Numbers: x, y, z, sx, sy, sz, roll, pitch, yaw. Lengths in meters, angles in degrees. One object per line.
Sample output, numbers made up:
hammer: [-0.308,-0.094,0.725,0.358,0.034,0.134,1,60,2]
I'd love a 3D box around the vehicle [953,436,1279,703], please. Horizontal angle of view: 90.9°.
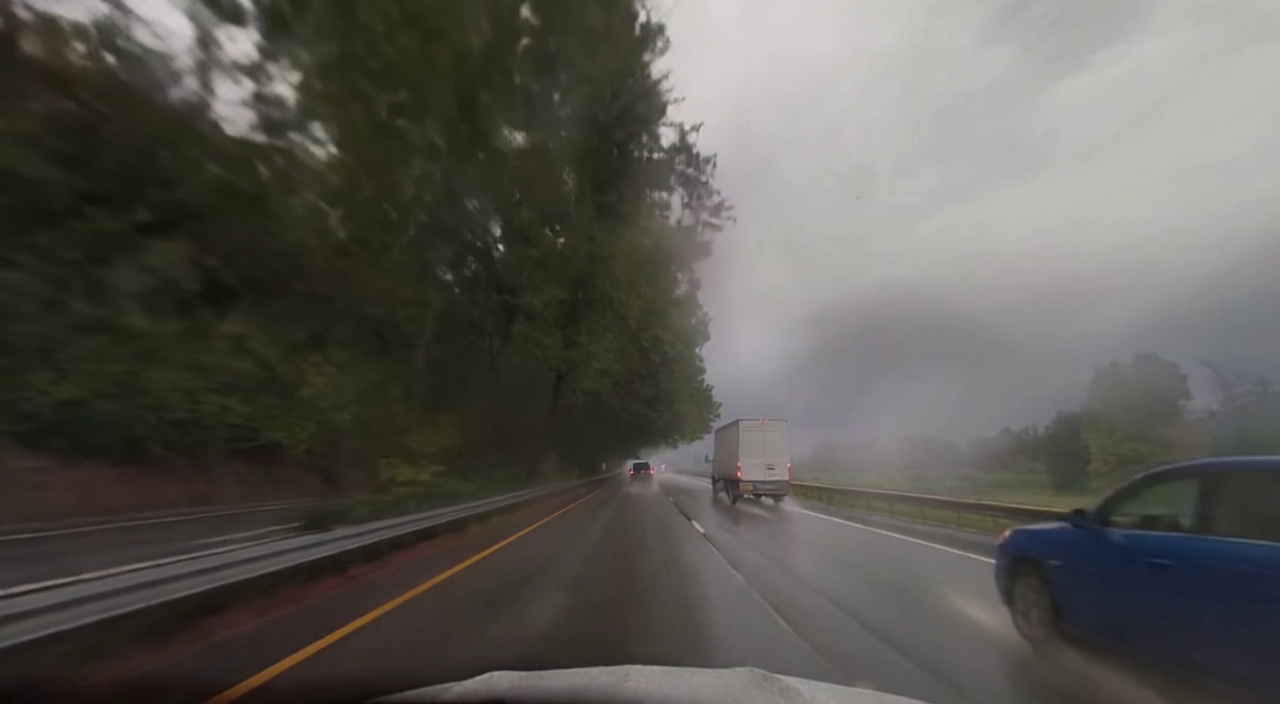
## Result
vehicle: [3.980,1.250,3.291,2.073,1.532,4.969,1,-11,-1]

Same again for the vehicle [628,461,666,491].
vehicle: [0.434,7.756,39.520,2.212,1.717,4.452,1,-10,1]

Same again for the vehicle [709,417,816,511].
vehicle: [4.319,4.237,23.850,2.563,2.975,6.941,1,-11,-1]
